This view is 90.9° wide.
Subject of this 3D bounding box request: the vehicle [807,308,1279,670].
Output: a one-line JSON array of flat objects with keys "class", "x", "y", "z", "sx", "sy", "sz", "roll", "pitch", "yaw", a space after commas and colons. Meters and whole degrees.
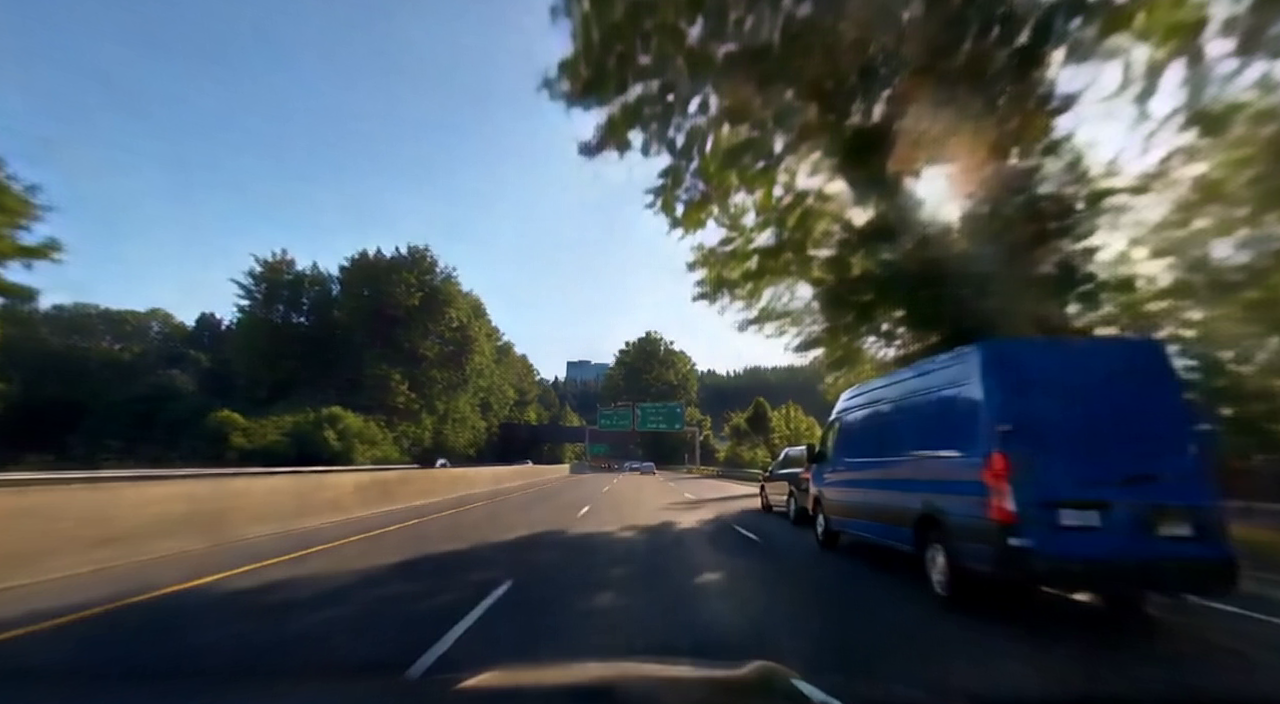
[{"class": "vehicle", "x": 4.455, "y": 1.607, "z": 8.141, "sx": 2.737, "sy": 2.711, "sz": 6.687, "roll": 1, "pitch": -11, "yaw": 0}]
